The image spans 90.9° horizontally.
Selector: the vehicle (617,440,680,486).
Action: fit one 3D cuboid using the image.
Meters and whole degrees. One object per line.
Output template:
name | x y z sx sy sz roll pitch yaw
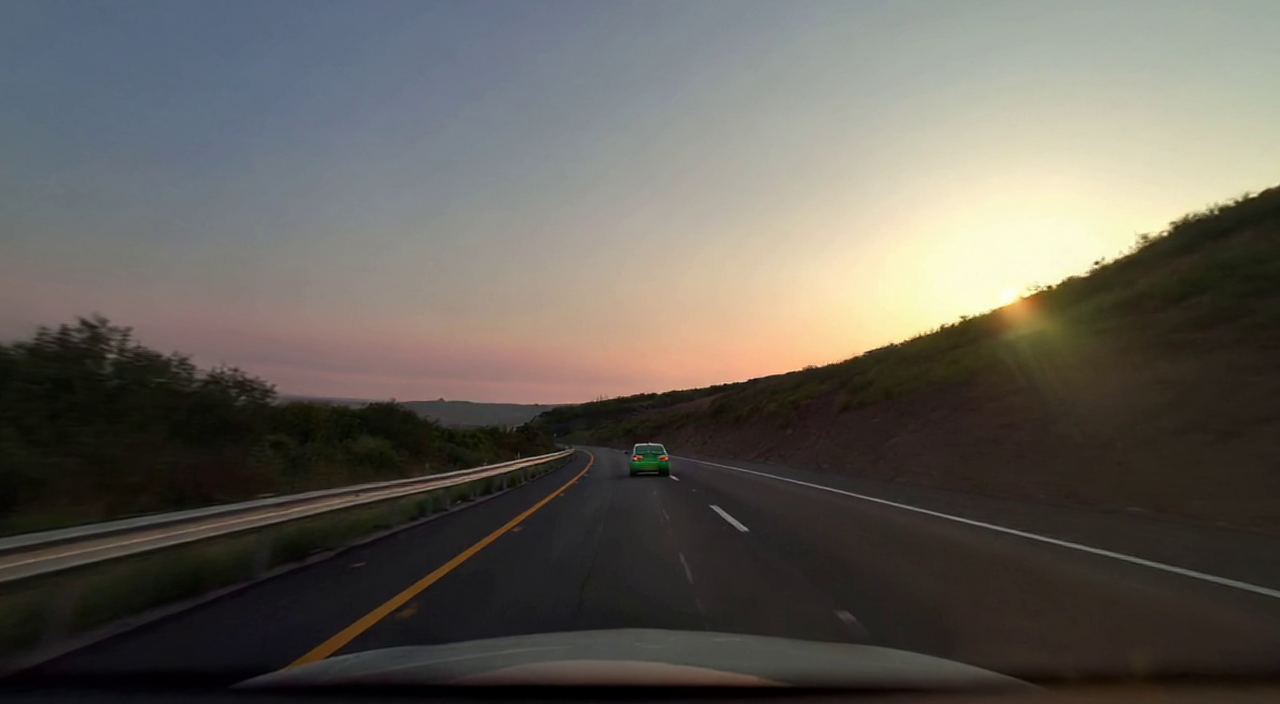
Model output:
vehicle | 0.207 3.911 22.591 2.029 1.474 4.183 0 -9 -2
